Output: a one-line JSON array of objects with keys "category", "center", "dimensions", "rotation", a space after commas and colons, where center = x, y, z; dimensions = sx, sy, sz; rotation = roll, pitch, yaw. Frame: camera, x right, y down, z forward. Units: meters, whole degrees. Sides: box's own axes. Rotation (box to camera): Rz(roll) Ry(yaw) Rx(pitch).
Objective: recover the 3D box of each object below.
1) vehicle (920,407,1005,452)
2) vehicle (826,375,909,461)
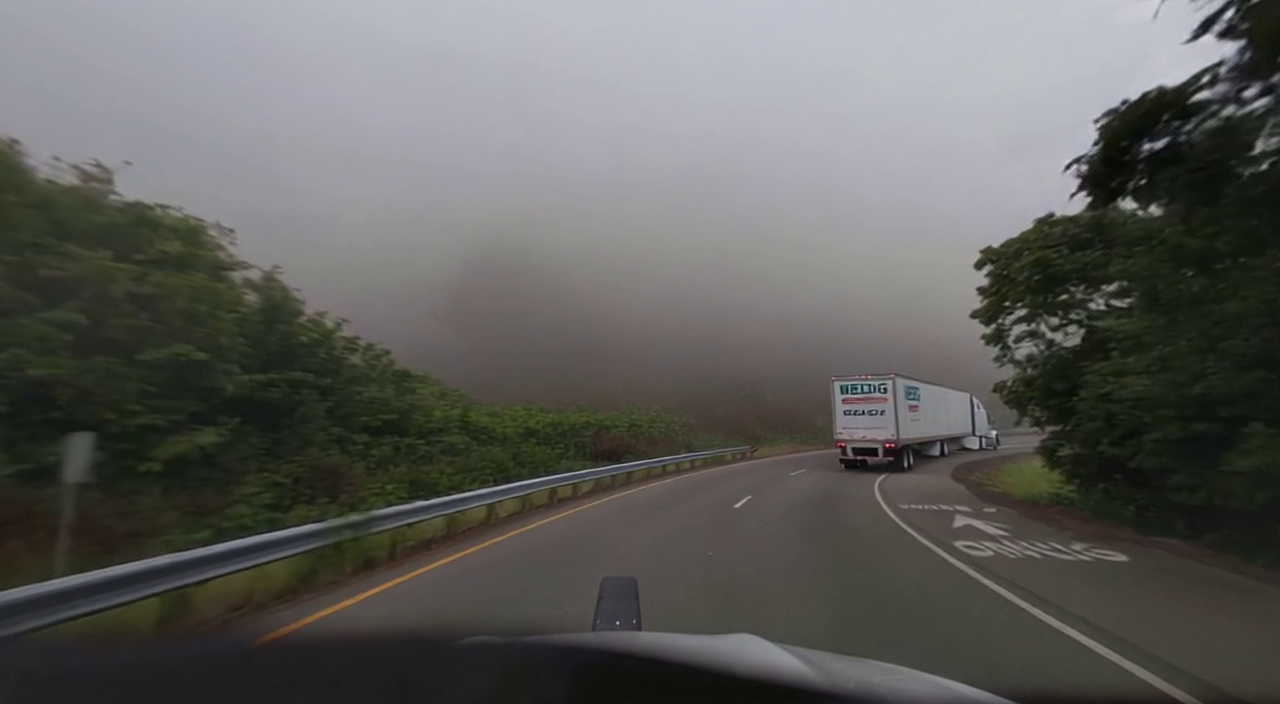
[{"category": "vehicle", "center": [19.767, 4.727, 38.327], "dimensions": [6.650, 2.524, 2.120], "rotation": [6, -10, -41]}, {"category": "vehicle", "center": [10.740, 3.150, 29.586], "dimensions": [2.963, 3.771, 3.137], "rotation": [-5, -9, 30]}]
